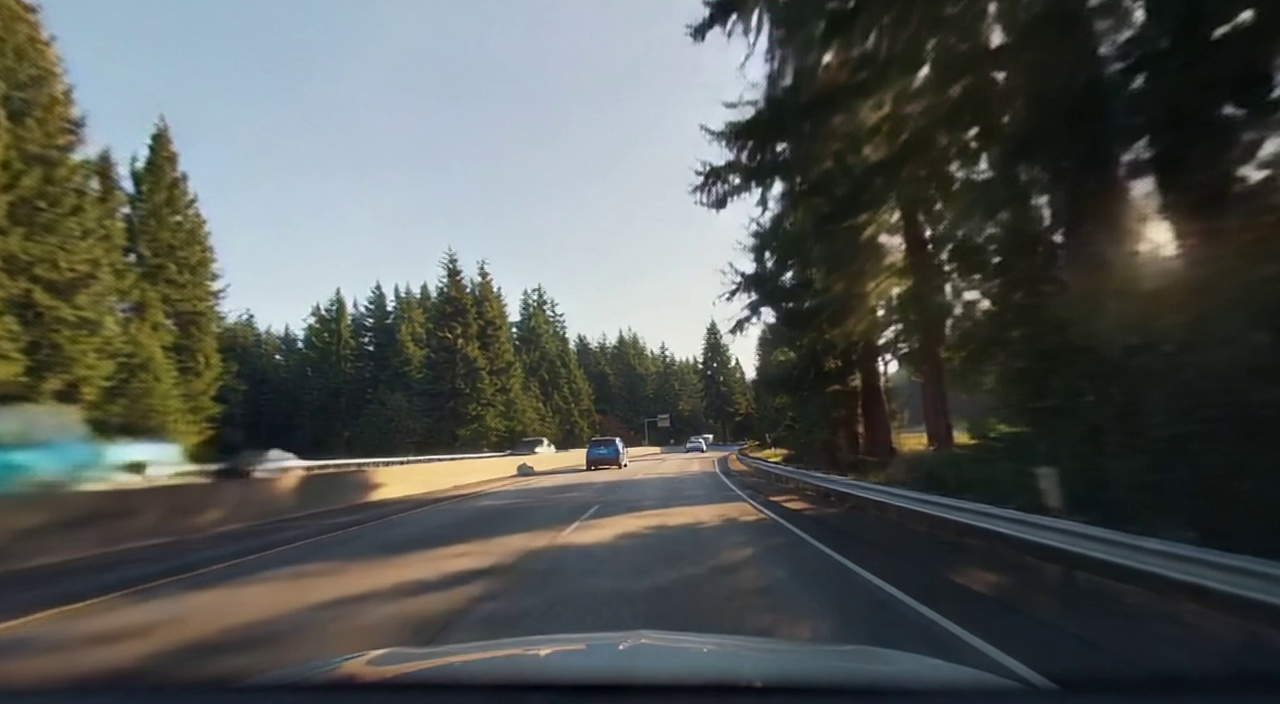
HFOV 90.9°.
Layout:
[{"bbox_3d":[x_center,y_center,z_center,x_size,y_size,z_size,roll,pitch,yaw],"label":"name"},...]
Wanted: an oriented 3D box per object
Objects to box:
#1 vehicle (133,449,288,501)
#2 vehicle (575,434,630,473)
[{"bbox_3d":[-15.485,4.410,23.167,2.186,1.629,4.787,-1,-8,3],"label":"vehicle"},{"bbox_3d":[-1.713,4.896,30.585,2.005,1.752,4.479,-1,-8,5],"label":"vehicle"}]
